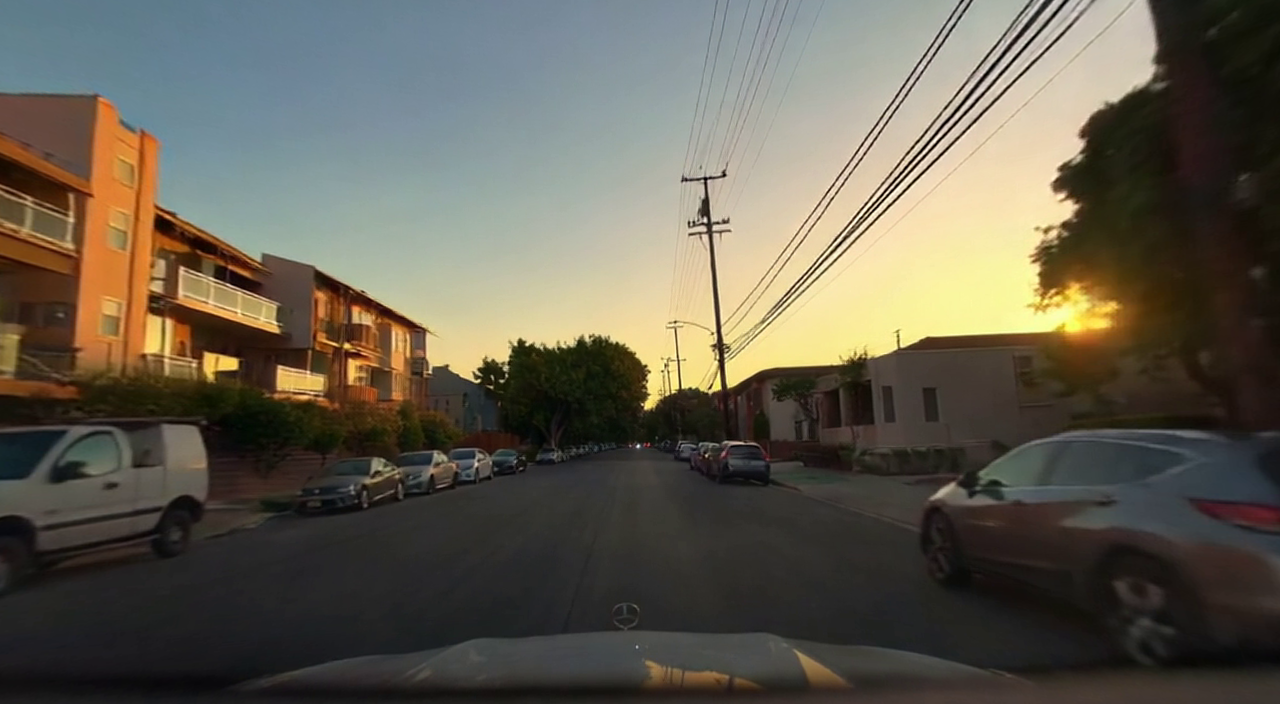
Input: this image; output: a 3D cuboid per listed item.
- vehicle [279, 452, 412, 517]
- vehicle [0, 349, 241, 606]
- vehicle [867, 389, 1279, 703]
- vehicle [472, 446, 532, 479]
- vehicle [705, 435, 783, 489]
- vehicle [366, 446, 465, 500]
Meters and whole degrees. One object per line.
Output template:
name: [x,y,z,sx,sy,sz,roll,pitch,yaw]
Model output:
vehicle: [-7.708,3.469,17.037,1.873,1.437,4.068,-1,-8,-4]
vehicle: [-7.136,1.437,7.524,1.889,2.463,4.142,-1,-9,1]
vehicle: [3.631,1.256,4.657,2.132,1.564,4.625,0,-9,-1]
vehicle: [-7.473,6.025,34.753,2.145,1.488,4.646,-3,-8,1]
vehicle: [3.591,3.902,22.774,2.095,1.694,4.592,-1,-8,1]
vehicle: [-7.772,4.254,22.428,1.917,1.618,4.825,-1,-10,-2]
